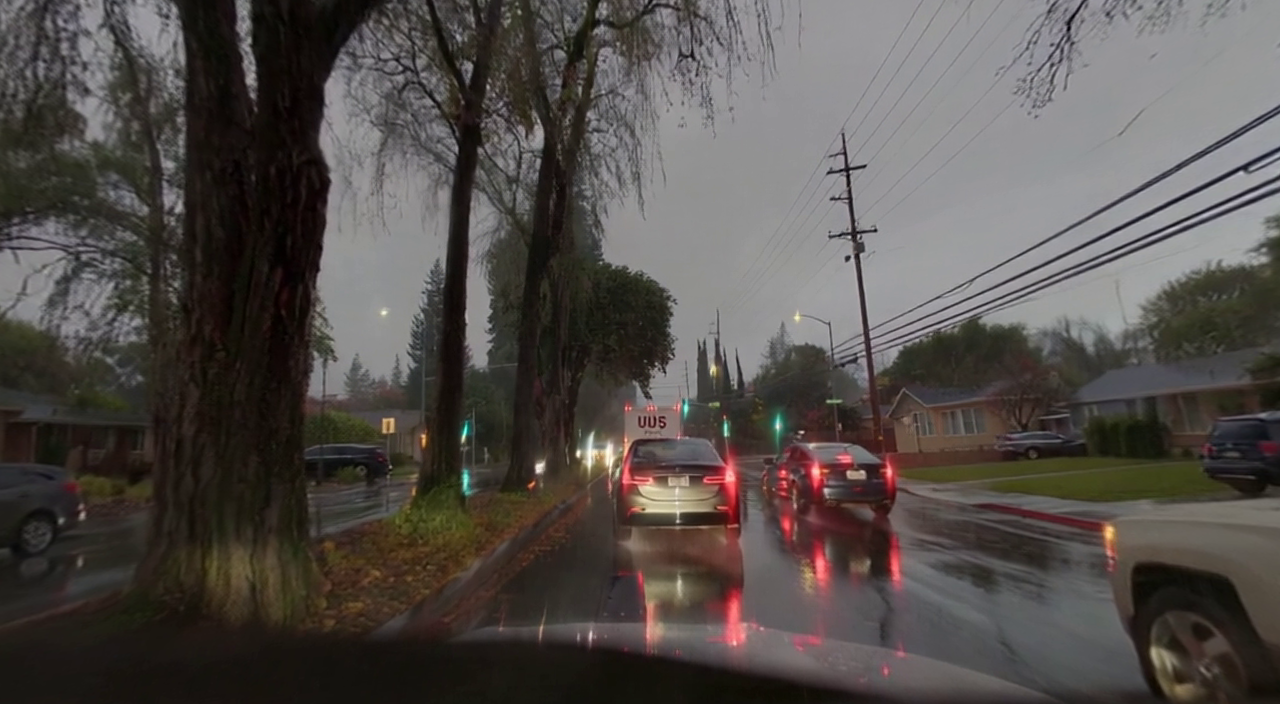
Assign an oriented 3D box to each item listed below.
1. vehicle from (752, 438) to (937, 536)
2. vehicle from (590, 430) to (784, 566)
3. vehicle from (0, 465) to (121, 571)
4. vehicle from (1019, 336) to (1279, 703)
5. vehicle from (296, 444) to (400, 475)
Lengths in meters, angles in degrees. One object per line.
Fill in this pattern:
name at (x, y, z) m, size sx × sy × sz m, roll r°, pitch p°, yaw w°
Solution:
vehicle at (3.546, 2.411, 11.928) m, size 1.993 × 1.479 × 4.487 m, roll 0°, pitch -8°, yaw 0°
vehicle at (0.524, 1.965, 9.273) m, size 2.158 × 1.499 × 4.377 m, roll 0°, pitch -8°, yaw 0°
vehicle at (-10.344, 2.415, 8.858) m, size 1.925 × 1.482 × 4.753 m, roll 0°, pitch -8°, yaw 1°
vehicle at (3.315, 0.675, 1.336) m, size 2.069 × 1.722 × 4.888 m, roll 0°, pitch -8°, yaw 2°
vehicle at (-17.469, 6.435, 37.676) m, size 5.274 × 1.793 × 1.921 m, roll 0°, pitch -8°, yaw 2°
